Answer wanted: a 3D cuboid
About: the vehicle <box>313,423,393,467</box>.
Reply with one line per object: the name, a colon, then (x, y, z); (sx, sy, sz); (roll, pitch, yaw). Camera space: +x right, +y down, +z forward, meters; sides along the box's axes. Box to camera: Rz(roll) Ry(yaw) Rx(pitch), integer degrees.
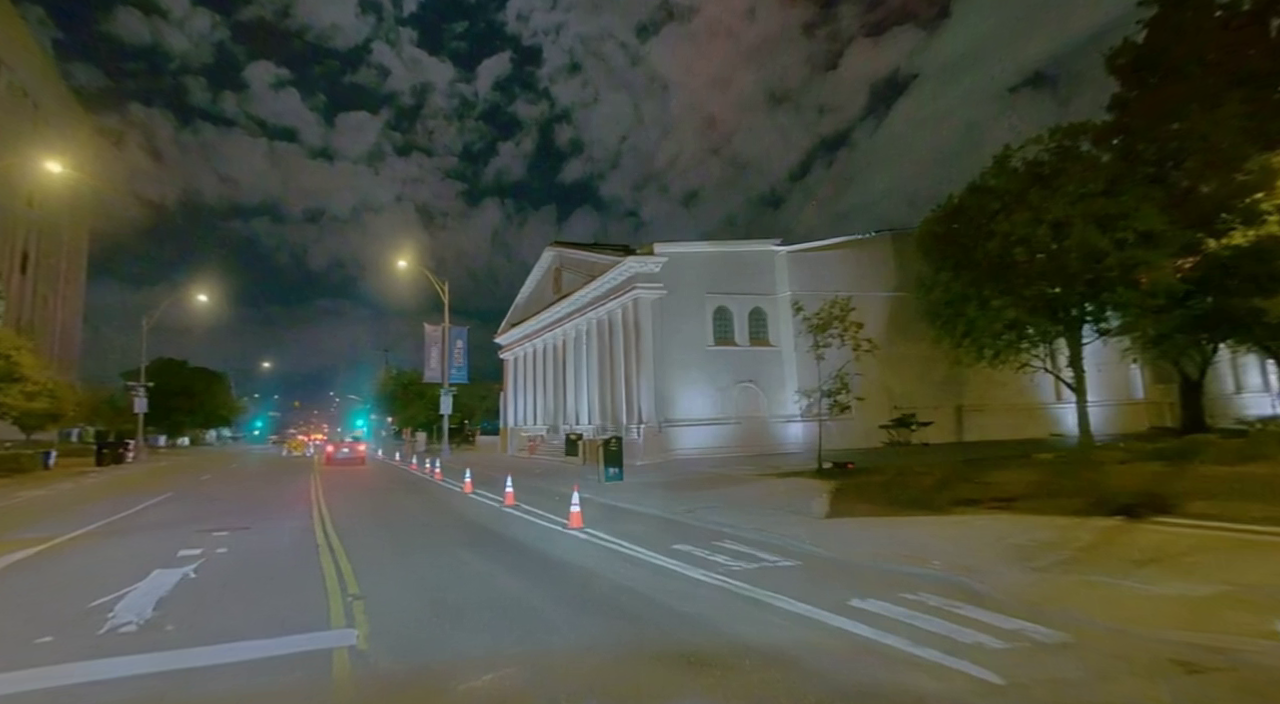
vehicle: (-10.926, 3.532, 23.800); (2.216, 1.492, 4.725); (5, -10, -29)
